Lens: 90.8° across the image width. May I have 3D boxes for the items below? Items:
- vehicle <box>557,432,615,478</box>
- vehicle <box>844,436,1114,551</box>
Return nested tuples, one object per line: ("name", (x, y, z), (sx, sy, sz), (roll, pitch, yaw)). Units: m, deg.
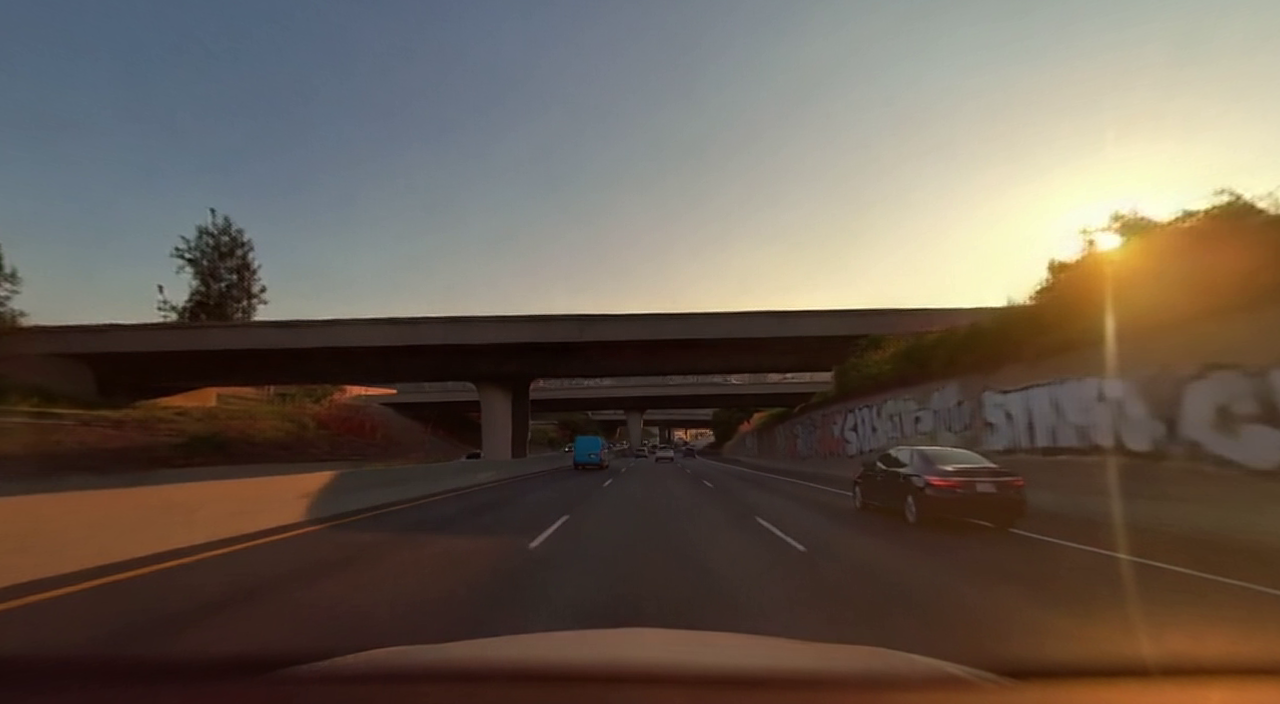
("vehicle", (-2.513, 5.014, 30.889), (2.310, 2.030, 5.094), (0, -9, 1))
("vehicle", (5.230, 2.212, 10.681), (1.972, 1.492, 4.623), (0, -9, 0))
